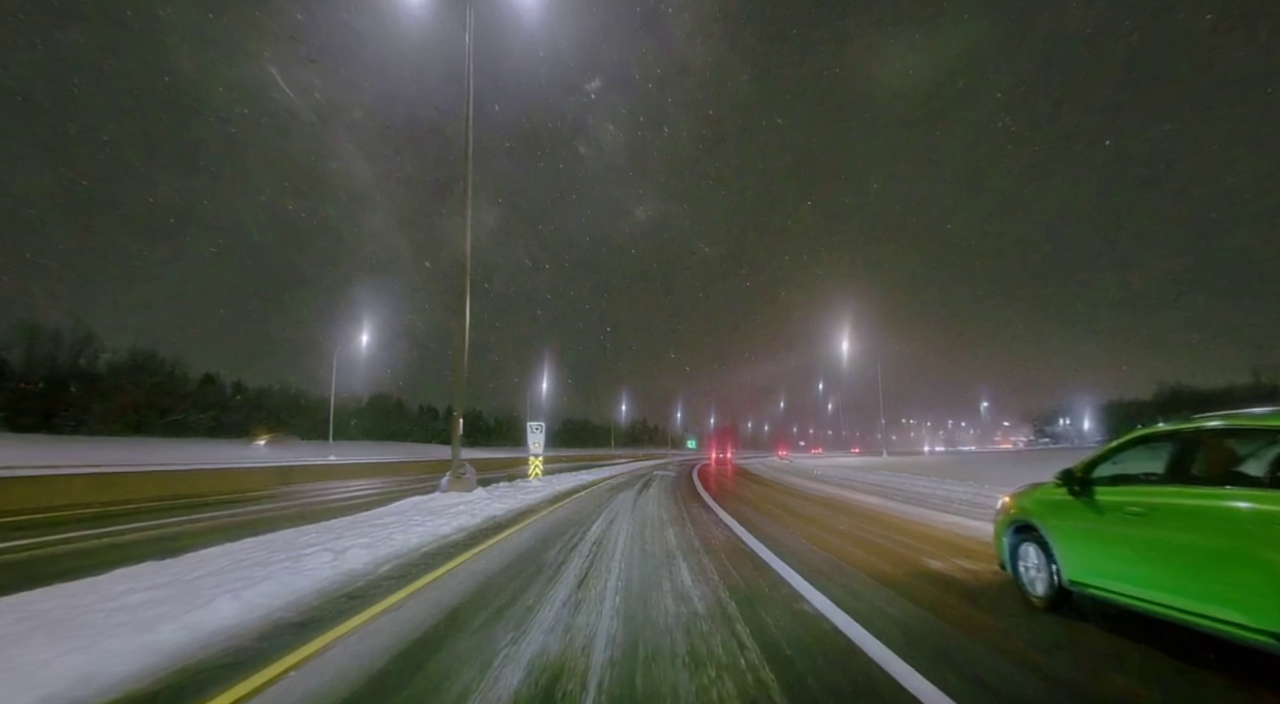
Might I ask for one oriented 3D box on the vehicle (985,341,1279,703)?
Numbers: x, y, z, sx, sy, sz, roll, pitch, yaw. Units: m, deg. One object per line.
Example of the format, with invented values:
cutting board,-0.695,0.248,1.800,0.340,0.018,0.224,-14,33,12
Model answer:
vehicle,4.001,0.844,2.856,2.124,1.793,4.787,0,-9,0
